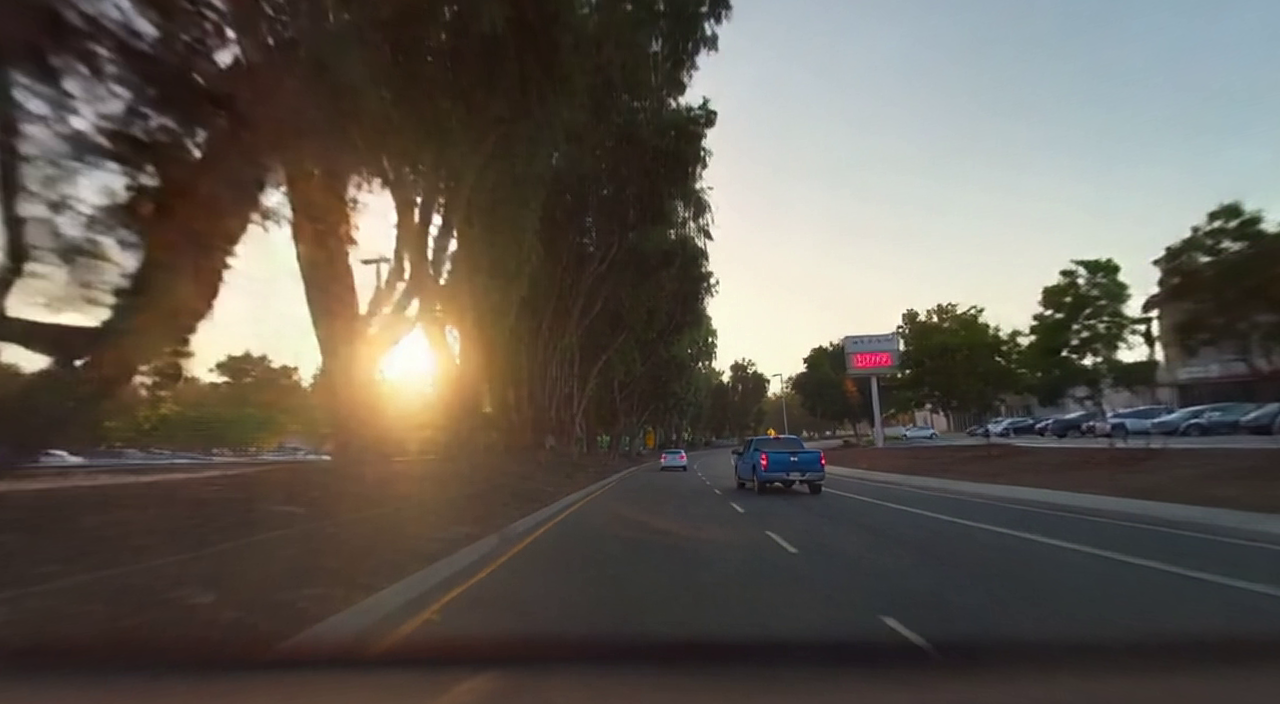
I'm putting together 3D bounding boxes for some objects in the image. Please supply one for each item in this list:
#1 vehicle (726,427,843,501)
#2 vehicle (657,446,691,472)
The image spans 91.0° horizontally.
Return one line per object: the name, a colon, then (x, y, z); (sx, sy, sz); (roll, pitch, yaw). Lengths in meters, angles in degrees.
vehicle: (4.203, 3.384, 19.486); (2.367, 1.919, 5.651); (0, -9, 1)
vehicle: (2.143, 6.577, 38.975); (1.968, 1.521, 4.262); (0, -9, 4)
